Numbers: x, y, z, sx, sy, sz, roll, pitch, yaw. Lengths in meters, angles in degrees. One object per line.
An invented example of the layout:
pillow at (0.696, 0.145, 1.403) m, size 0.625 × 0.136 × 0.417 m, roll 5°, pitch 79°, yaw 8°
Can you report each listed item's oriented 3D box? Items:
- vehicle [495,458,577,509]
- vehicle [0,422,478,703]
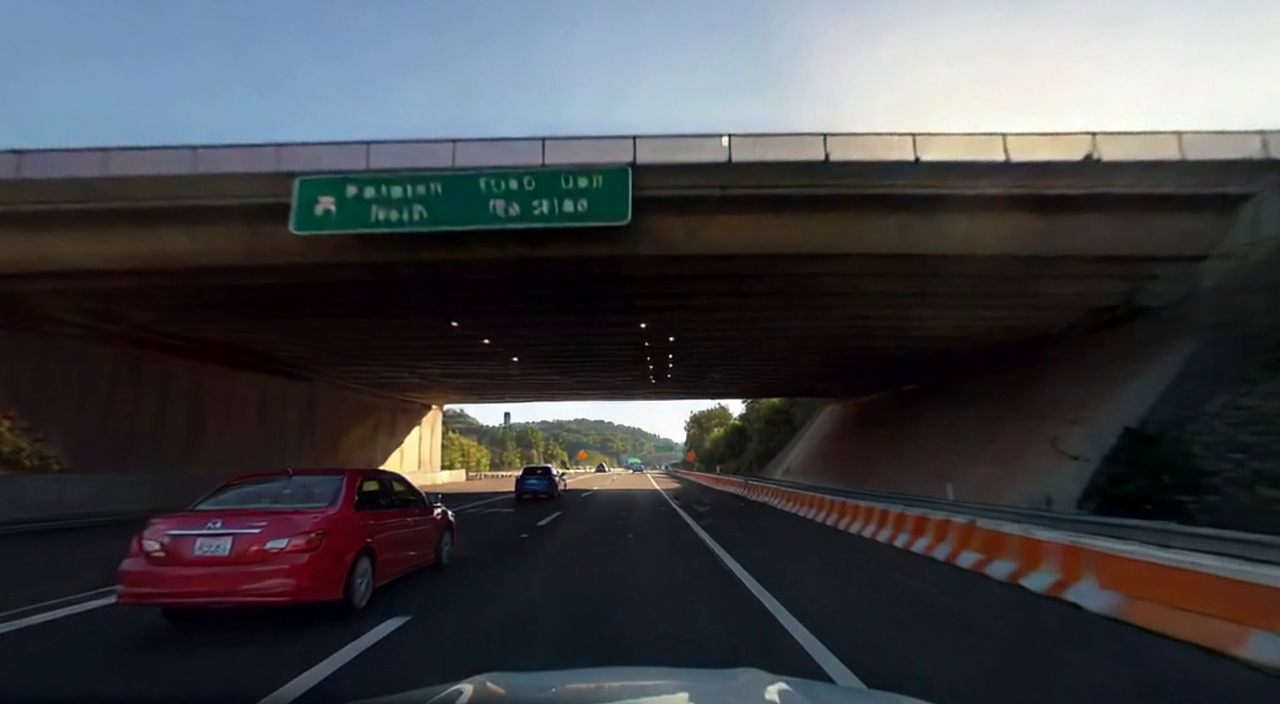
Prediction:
vehicle at (-3.298, 4.279, 20.707) m, size 1.992 × 1.466 × 3.690 m, roll 1°, pitch -10°, yaw 1°
vehicle at (-3.213, 1.581, 5.792) m, size 2.023 × 1.507 × 5.082 m, roll 1°, pitch -10°, yaw 1°
